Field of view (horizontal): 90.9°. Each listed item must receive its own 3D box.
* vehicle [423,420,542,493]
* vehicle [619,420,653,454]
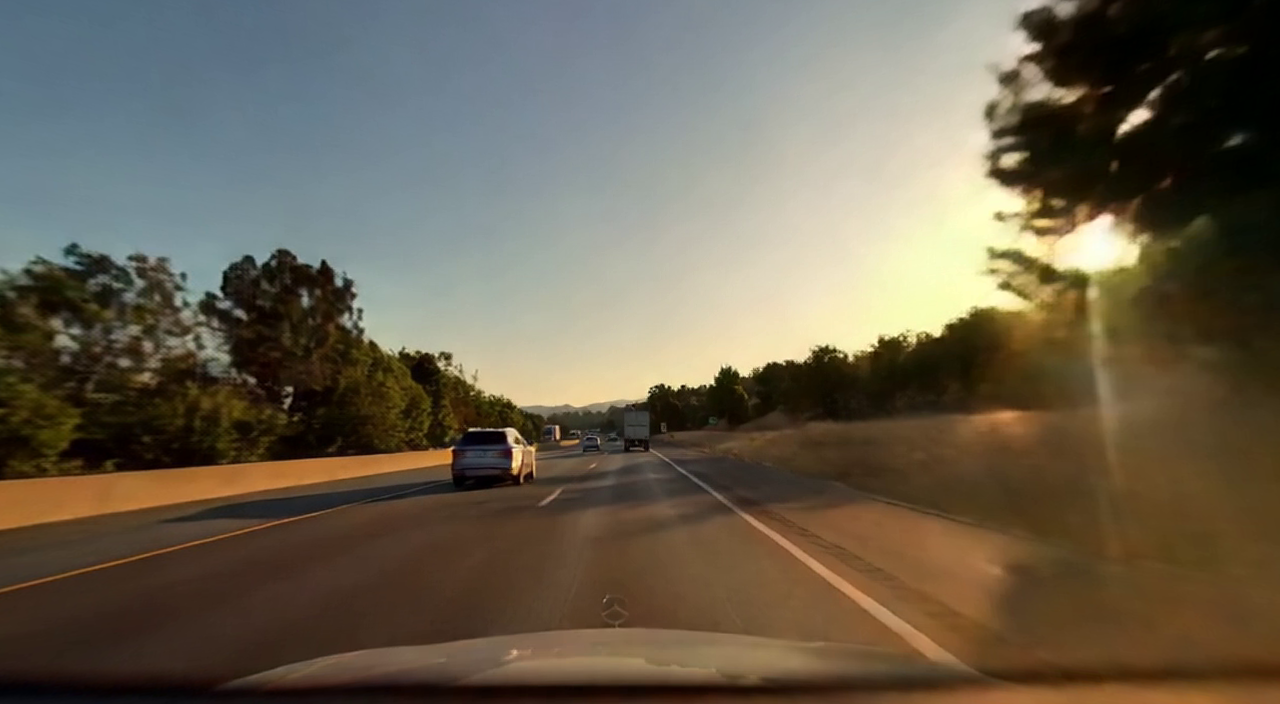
[{"bbox_3d":[-3.952,2.680,16.617,2.045,1.655,4.301,0,-8,0],"label":"vehicle"},{"bbox_3d":[-0.318,6.570,48.684,2.526,2.531,5.026,0,-8,-1],"label":"vehicle"}]
